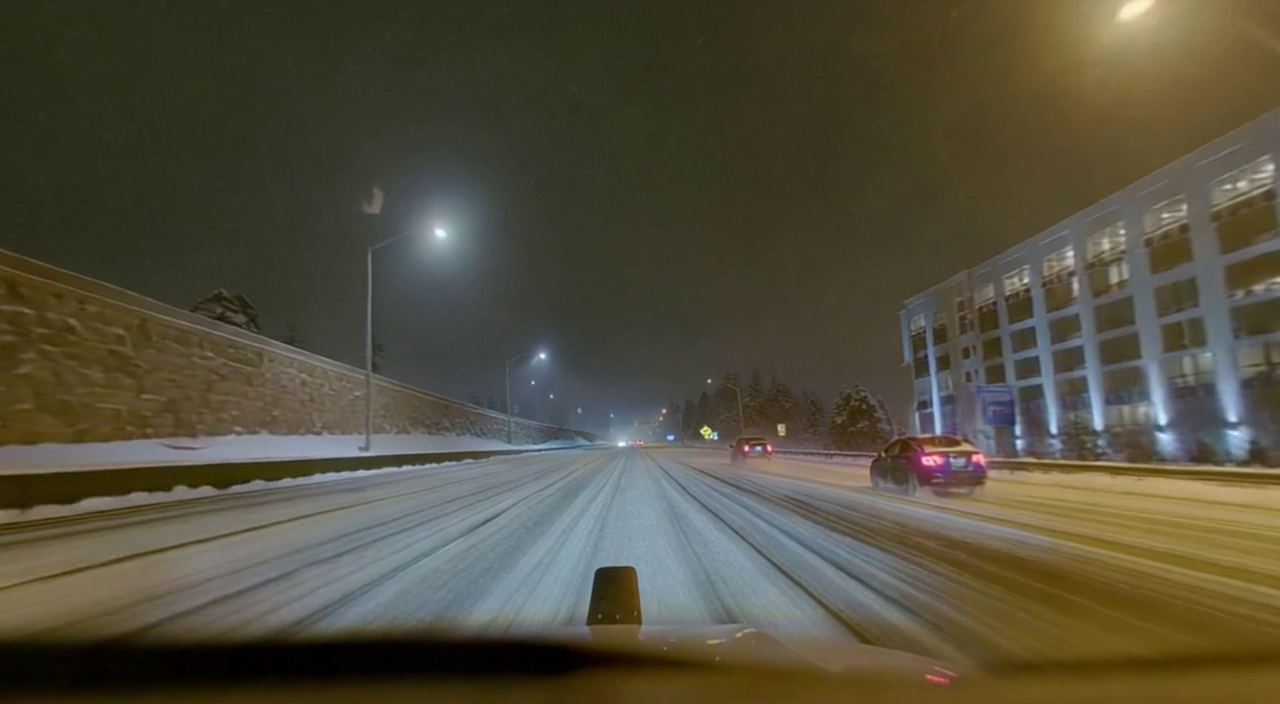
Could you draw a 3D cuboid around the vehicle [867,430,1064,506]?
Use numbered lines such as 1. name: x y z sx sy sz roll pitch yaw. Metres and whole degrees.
1. vehicle: 8.026 2.904 16.372 2.165 1.636 5.175 1 -8 -3
